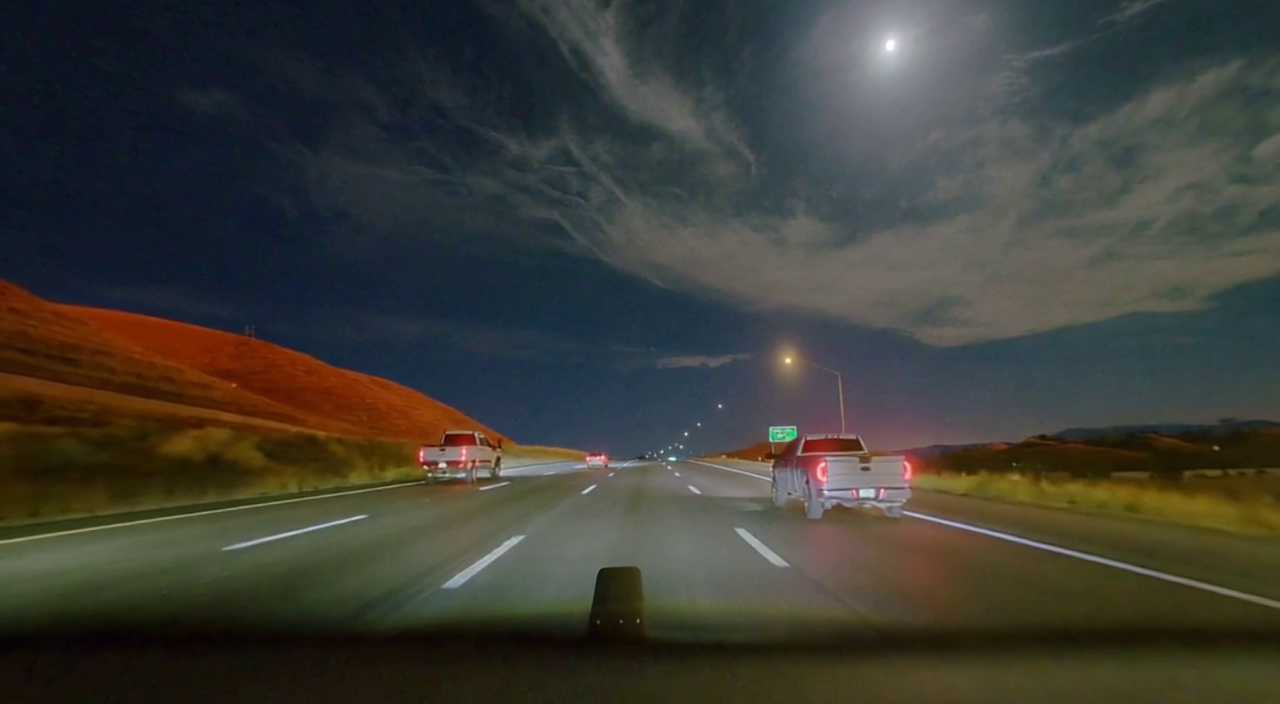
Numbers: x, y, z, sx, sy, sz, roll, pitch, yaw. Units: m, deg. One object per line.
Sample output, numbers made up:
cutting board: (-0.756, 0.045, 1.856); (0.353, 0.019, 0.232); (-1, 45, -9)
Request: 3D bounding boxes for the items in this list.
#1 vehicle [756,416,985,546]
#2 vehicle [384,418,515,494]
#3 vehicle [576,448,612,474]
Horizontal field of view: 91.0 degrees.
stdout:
vehicle: (3.638, 2.157, 11.154); (2.231, 1.789, 4.700); (0, -9, 0)
vehicle: (-7.050, 4.018, 24.591); (2.937, 2.509, 7.090); (0, -9, 0)
vehicle: (-2.928, 7.067, 41.147); (2.009, 1.593, 4.378); (0, -9, 0)
